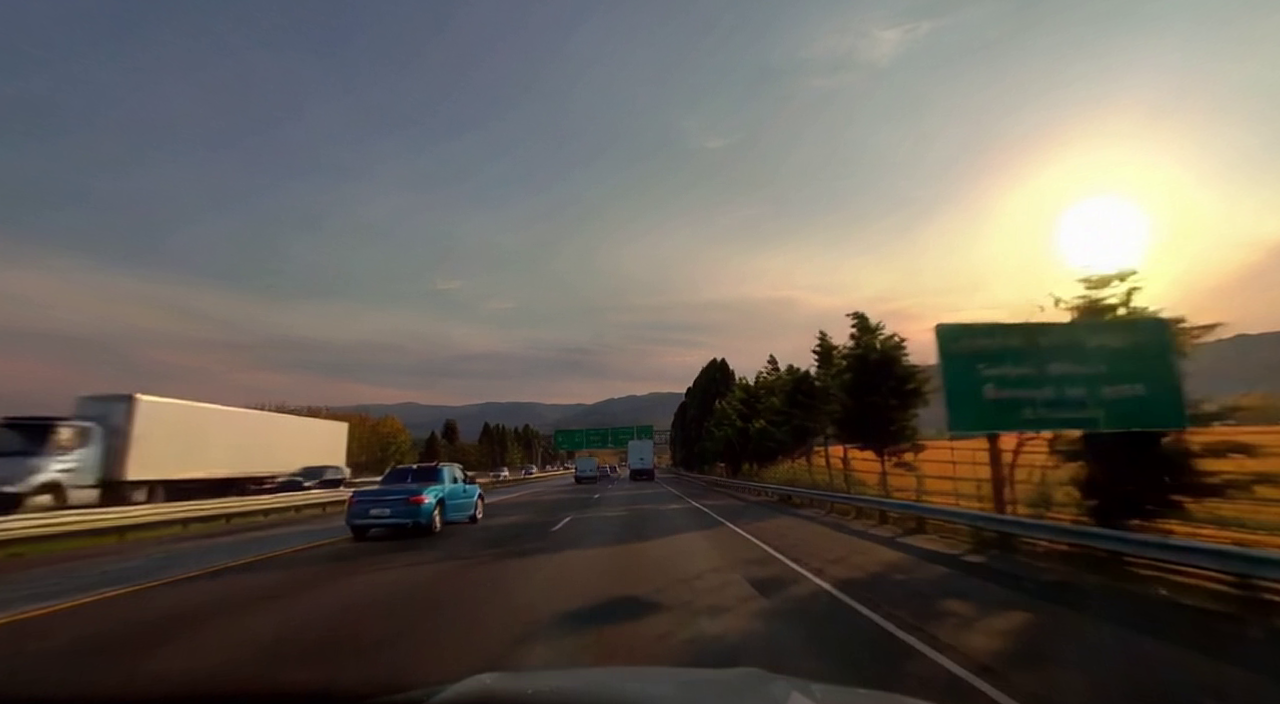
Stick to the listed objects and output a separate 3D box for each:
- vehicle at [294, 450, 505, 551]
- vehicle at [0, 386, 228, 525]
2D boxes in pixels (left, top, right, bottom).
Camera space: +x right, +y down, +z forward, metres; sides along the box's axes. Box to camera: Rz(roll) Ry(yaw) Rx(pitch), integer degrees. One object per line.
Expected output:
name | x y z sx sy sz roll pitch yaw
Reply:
vehicle | -4.108 2.652 11.803 2.090 1.462 4.603 1 -10 0
vehicle | -16.948 3.374 20.355 2.950 3.771 5.944 1 -10 0
